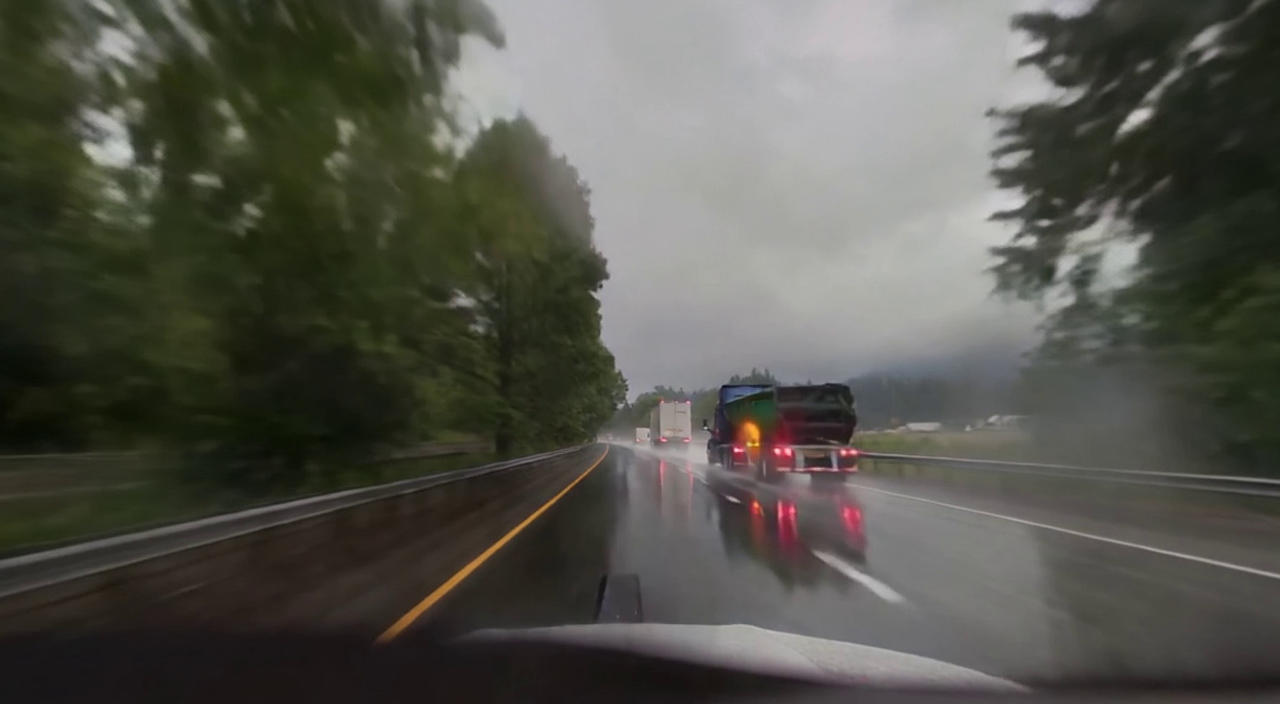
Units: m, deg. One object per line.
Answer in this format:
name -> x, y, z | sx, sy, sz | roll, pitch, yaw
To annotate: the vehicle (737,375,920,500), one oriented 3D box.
vehicle -> 4.619, 2.274, 17.001 | 2.741, 2.716, 6.323 | 0, -8, -2
